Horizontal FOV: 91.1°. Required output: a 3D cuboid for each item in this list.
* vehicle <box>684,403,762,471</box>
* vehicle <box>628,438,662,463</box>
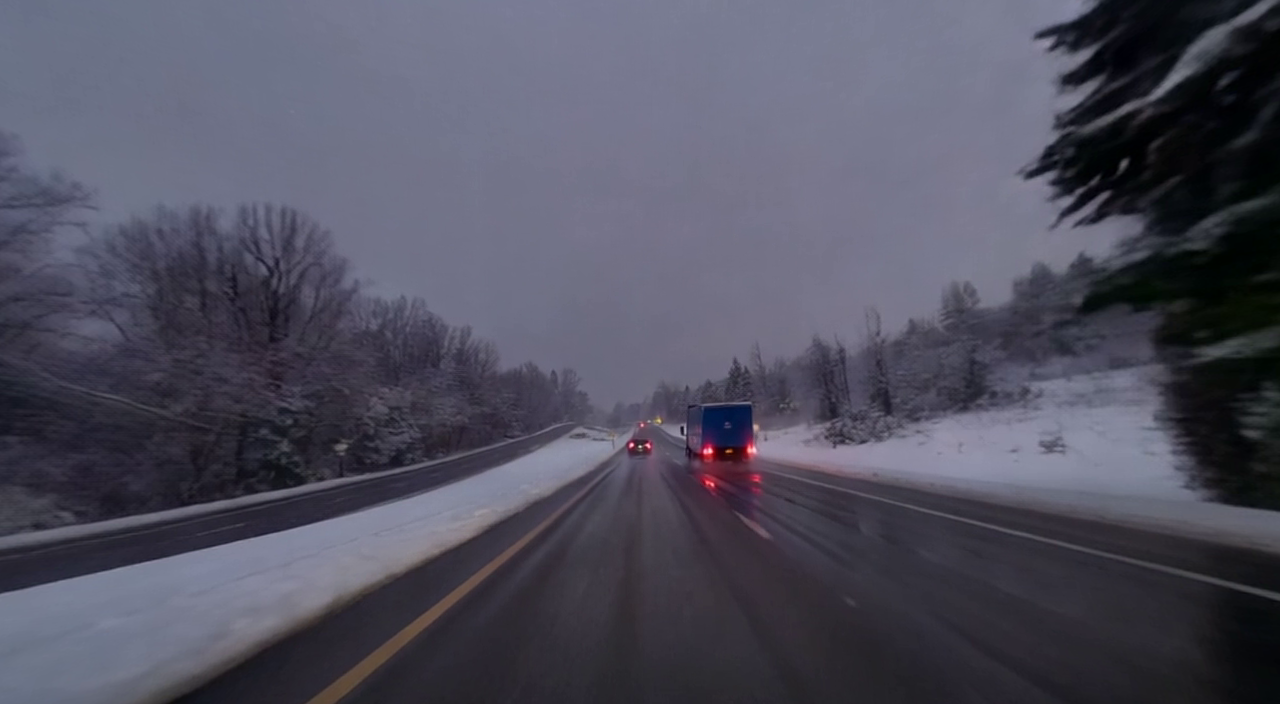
[{"bbox_3d":[4.239,4.606,33.989,3.015,3.211,7.982,0,-8,-1],"label":"vehicle"},{"bbox_3d":[0.345,6.632,42.435,2.170,1.544,4.373,0,-8,0],"label":"vehicle"}]
